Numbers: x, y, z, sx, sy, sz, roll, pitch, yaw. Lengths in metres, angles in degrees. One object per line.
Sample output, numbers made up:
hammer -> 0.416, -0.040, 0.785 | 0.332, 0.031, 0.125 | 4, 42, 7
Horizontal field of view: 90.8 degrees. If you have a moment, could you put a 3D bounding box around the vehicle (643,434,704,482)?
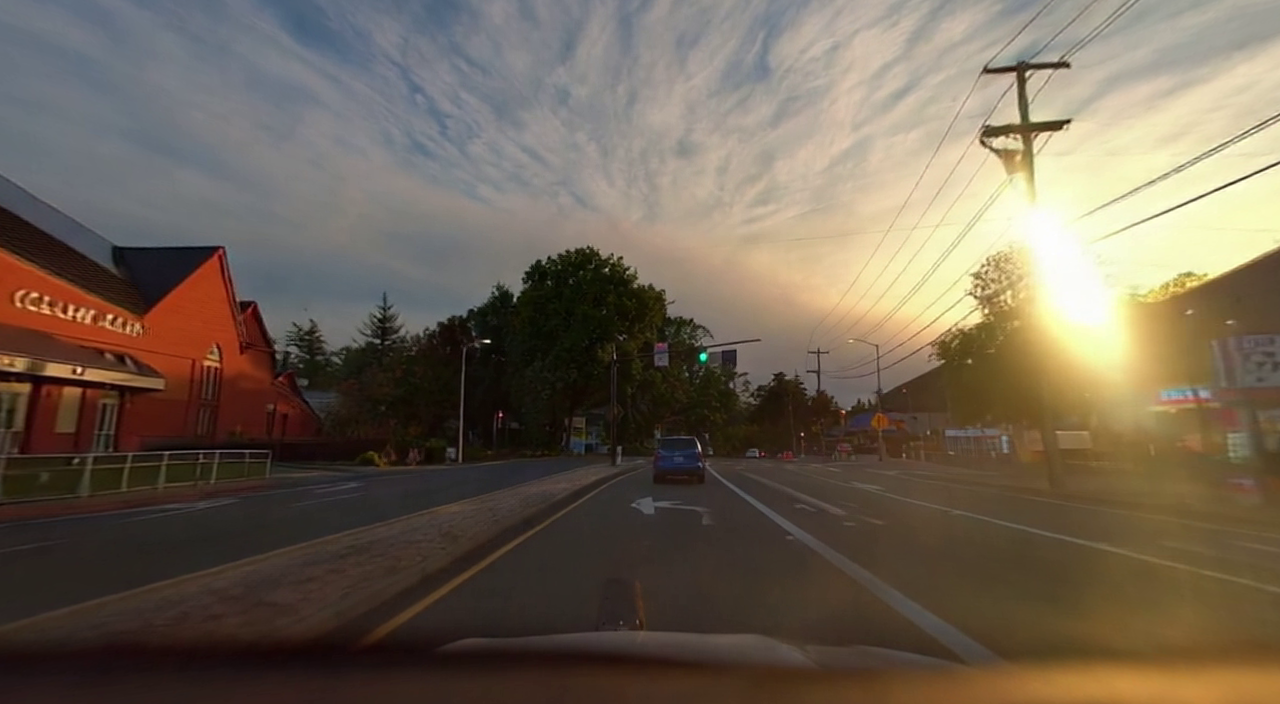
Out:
vehicle -> 1.273, 3.906, 23.556 | 2.032, 1.621, 4.082 | -1, -9, 4

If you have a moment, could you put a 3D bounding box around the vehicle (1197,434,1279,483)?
vehicle -> 25.197, 4.182, 25.047 | 4.553, 1.799, 2.103 | 1, -9, -10

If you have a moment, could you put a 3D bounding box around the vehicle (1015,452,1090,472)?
vehicle -> 32.426, 8.619, 49.760 | 4.597, 1.494, 1.882 | -8, -11, 42

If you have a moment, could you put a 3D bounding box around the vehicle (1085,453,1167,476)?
vehicle -> 33.377, 7.711, 43.453 | 4.205, 1.478, 1.782 | -8, -11, 41
